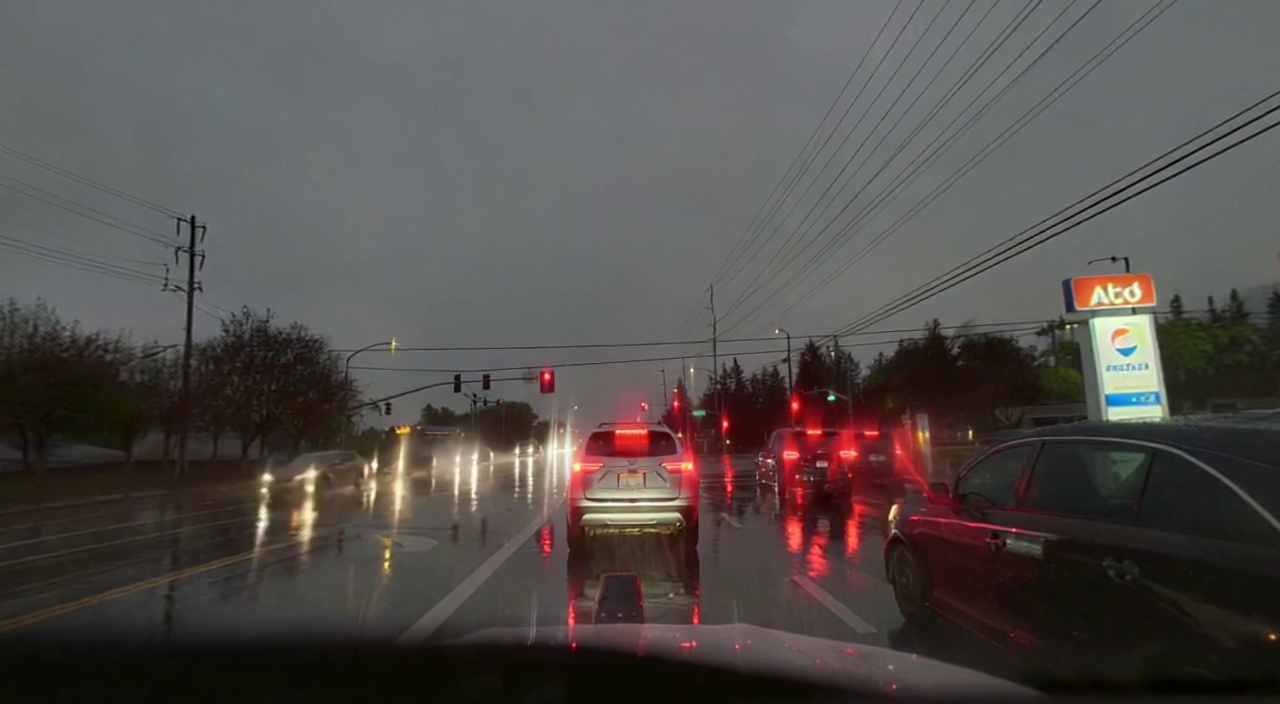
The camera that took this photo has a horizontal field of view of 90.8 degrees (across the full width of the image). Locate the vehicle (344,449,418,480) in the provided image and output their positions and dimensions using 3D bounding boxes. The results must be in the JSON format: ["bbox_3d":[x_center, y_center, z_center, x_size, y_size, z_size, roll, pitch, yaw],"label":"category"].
[{"bbox_3d":[-13.655,5.911,33.620,1.967,1.486,4.701,0,-9,-1],"label":"vehicle"}]

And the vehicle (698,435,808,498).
[{"bbox_3d":[2.883,3.043,17.194,2.040,1.481,4.407,0,-9,-2],"label":"vehicle"}]

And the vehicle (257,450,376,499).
[{"bbox_3d":[-10.431,3.957,20.738,1.812,1.403,3.918,0,-9,0],"label":"vehicle"}]

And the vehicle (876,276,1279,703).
[{"bbox_3d":[3.091,0.838,3.211,2.049,1.813,4.245,0,-9,-1],"label":"vehicle"}]

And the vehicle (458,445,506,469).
[{"bbox_3d":[-10.714,7.122,43.141,2.030,1.498,4.690,0,-9,0],"label":"vehicle"}]

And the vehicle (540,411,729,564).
[{"bbox_3d":[-0.112,1.807,9.115,2.087,1.677,4.053,0,-9,-1],"label":"vehicle"}]
